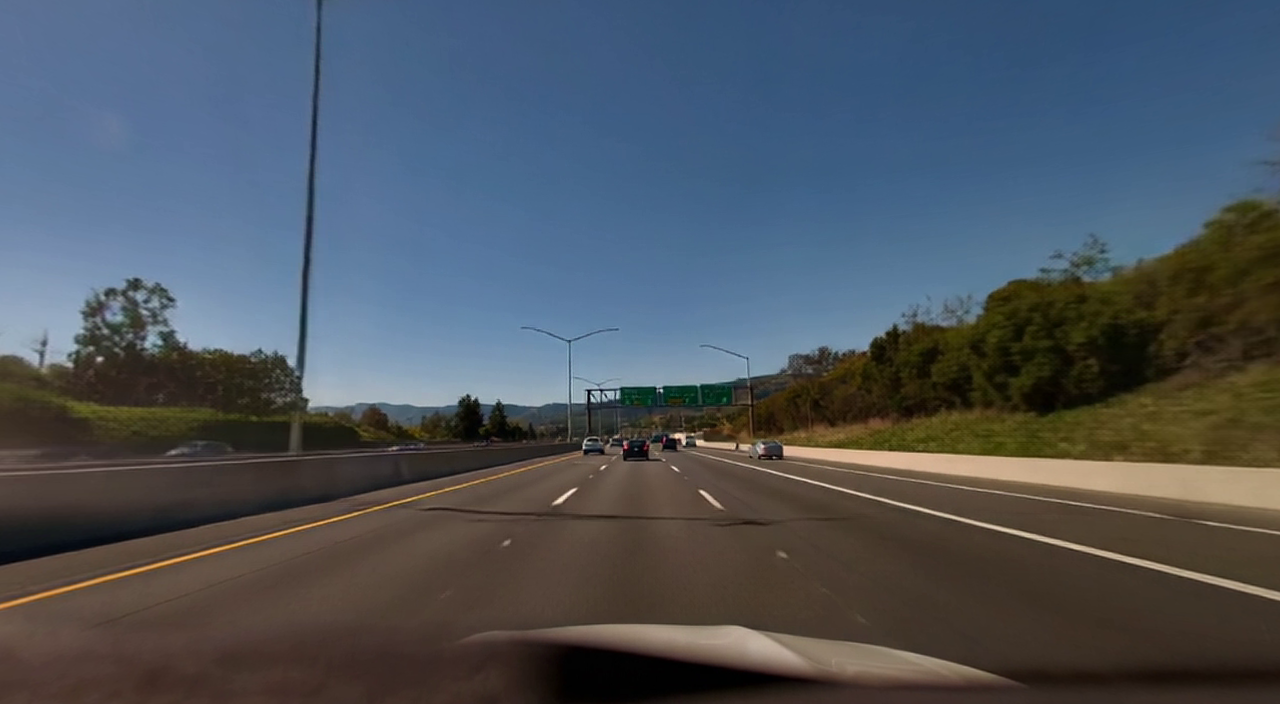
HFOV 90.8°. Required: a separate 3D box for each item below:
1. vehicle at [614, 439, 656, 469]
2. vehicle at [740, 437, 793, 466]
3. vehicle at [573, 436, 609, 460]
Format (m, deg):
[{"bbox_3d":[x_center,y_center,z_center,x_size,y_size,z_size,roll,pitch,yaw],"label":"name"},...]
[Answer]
[{"bbox_3d":[-0.282,5.221,32.512,1.985,1.457,4.227,0,-9,-1],"label":"vehicle"},{"bbox_3d":[6.949,5.534,35.141,1.935,1.478,4.433,0,-9,-1],"label":"vehicle"},{"bbox_3d":[-3.418,6.854,45.133,2.123,1.661,4.601,0,-9,1],"label":"vehicle"}]
